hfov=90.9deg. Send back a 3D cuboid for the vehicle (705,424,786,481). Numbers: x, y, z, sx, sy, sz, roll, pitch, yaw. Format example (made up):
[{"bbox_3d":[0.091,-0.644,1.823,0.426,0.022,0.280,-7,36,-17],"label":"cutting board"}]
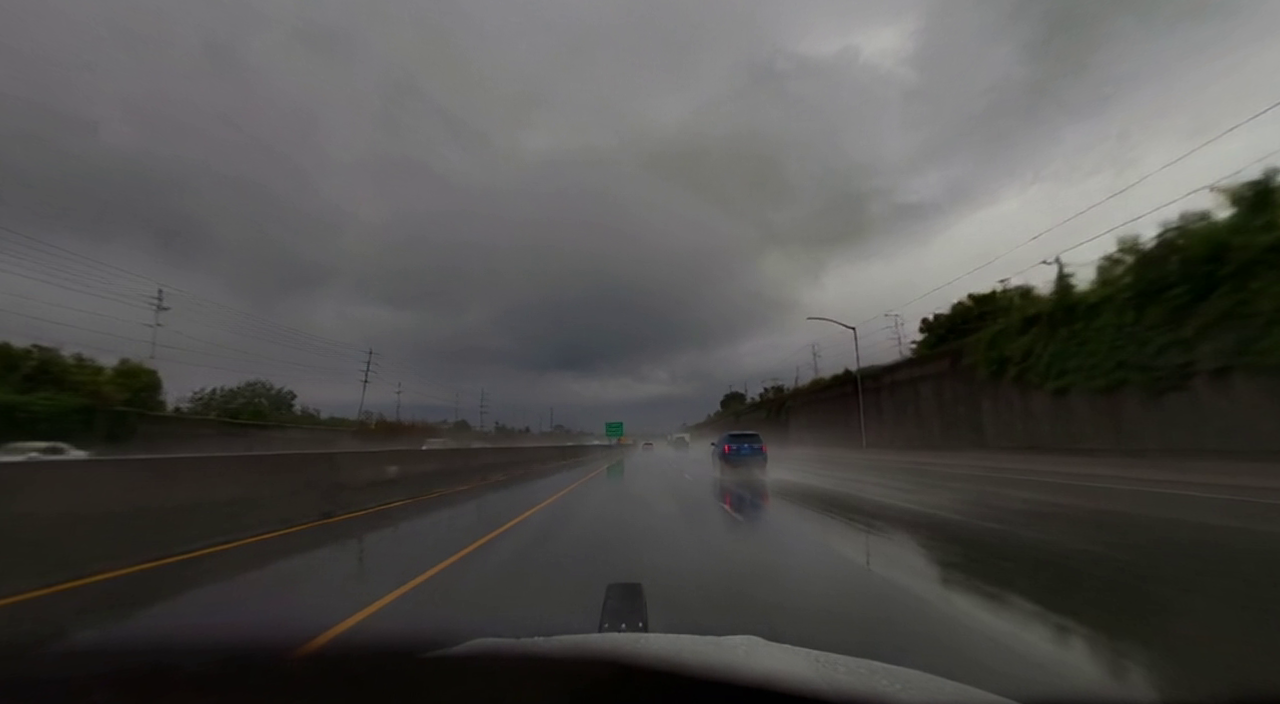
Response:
[{"bbox_3d":[3.684,3.614,22.824,2.120,1.832,4.287,0,-8,-1],"label":"vehicle"}]

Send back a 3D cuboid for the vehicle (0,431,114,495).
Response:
[{"bbox_3d":[-20.516,2.886,15.629,2.950,1.863,14.401,0,-8,-1],"label":"vehicle"}]
